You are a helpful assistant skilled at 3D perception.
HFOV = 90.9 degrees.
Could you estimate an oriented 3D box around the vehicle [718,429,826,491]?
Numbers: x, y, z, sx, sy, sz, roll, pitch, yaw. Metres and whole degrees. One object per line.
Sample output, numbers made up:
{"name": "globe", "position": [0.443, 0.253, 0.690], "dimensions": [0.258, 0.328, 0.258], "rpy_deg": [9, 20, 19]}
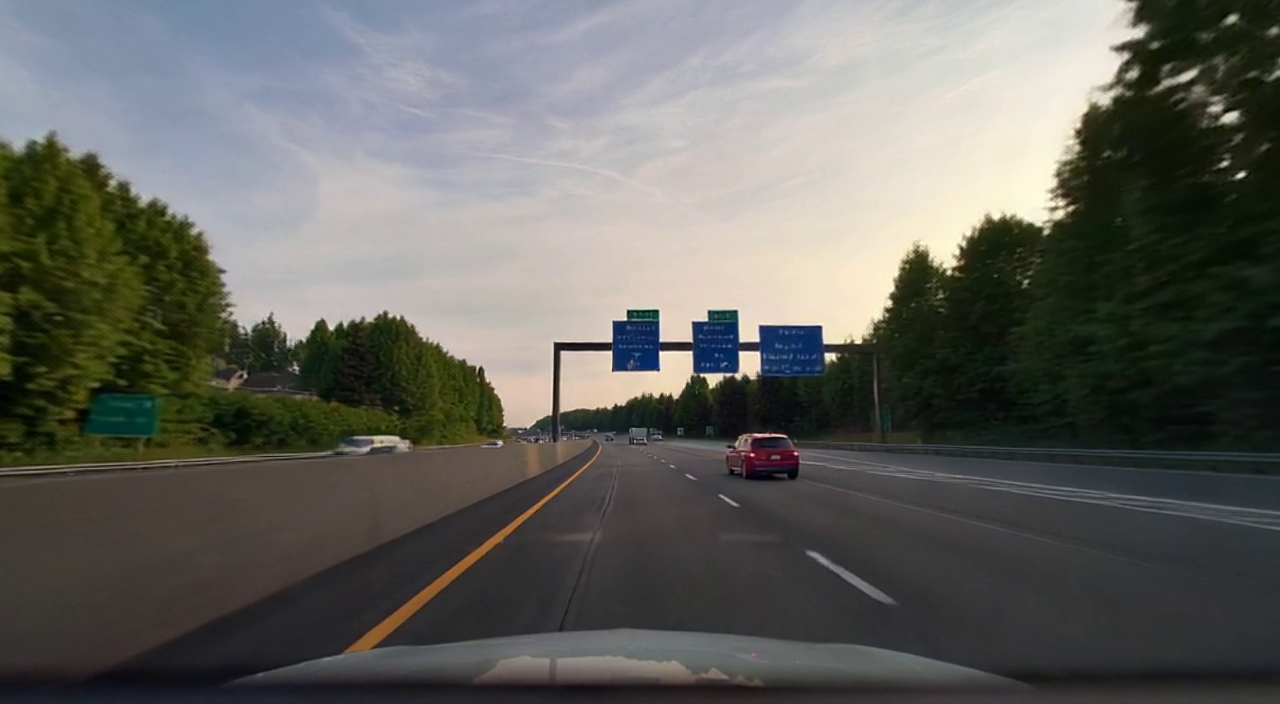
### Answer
{"name": "vehicle", "position": [3.544, 2.973, 17.771], "dimensions": [1.958, 1.526, 4.227], "rpy_deg": [0, -8, -2]}

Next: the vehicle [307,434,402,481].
{"name": "vehicle", "position": [-13.223, 4.867, 29.575], "dimensions": [2.282, 2.023, 4.788], "rpy_deg": [0, -8, -2]}
